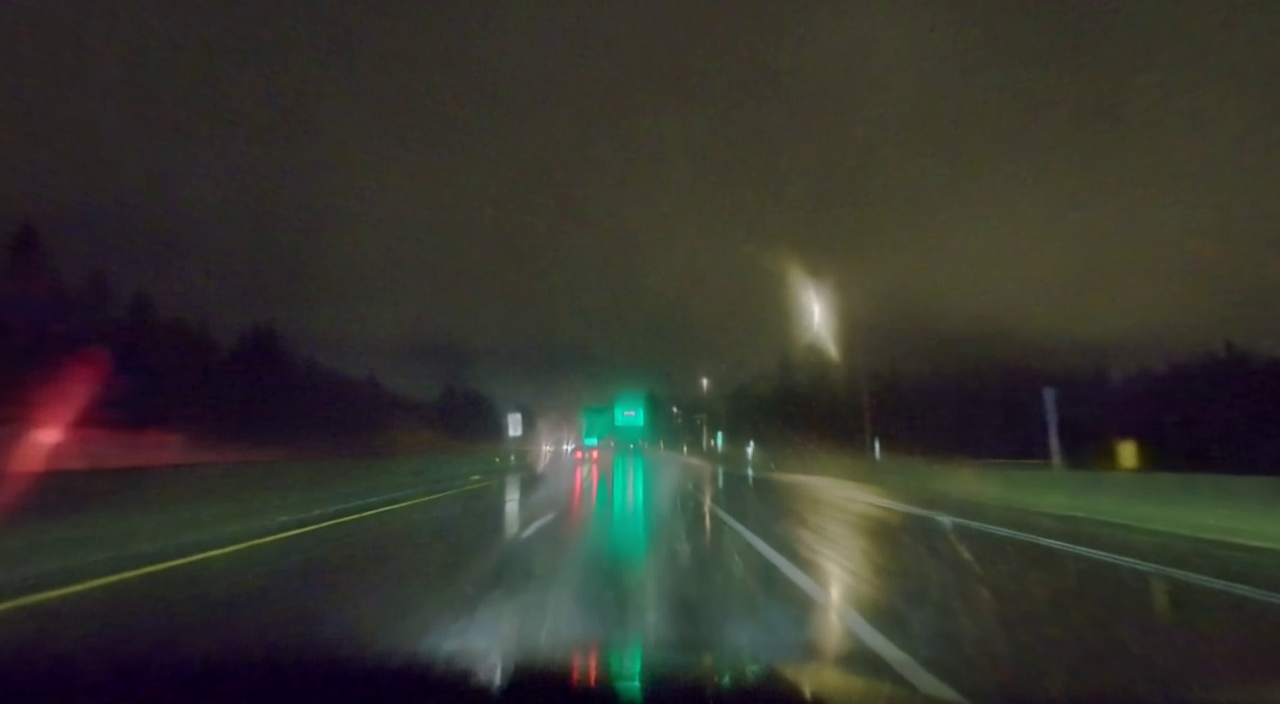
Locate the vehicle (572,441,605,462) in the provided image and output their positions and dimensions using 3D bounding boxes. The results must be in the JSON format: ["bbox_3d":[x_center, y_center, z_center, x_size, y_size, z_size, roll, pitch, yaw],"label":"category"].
[{"bbox_3d":[-3.997,7.811,49.534,2.160,1.608,5.012,0,-8,0],"label":"vehicle"}]
